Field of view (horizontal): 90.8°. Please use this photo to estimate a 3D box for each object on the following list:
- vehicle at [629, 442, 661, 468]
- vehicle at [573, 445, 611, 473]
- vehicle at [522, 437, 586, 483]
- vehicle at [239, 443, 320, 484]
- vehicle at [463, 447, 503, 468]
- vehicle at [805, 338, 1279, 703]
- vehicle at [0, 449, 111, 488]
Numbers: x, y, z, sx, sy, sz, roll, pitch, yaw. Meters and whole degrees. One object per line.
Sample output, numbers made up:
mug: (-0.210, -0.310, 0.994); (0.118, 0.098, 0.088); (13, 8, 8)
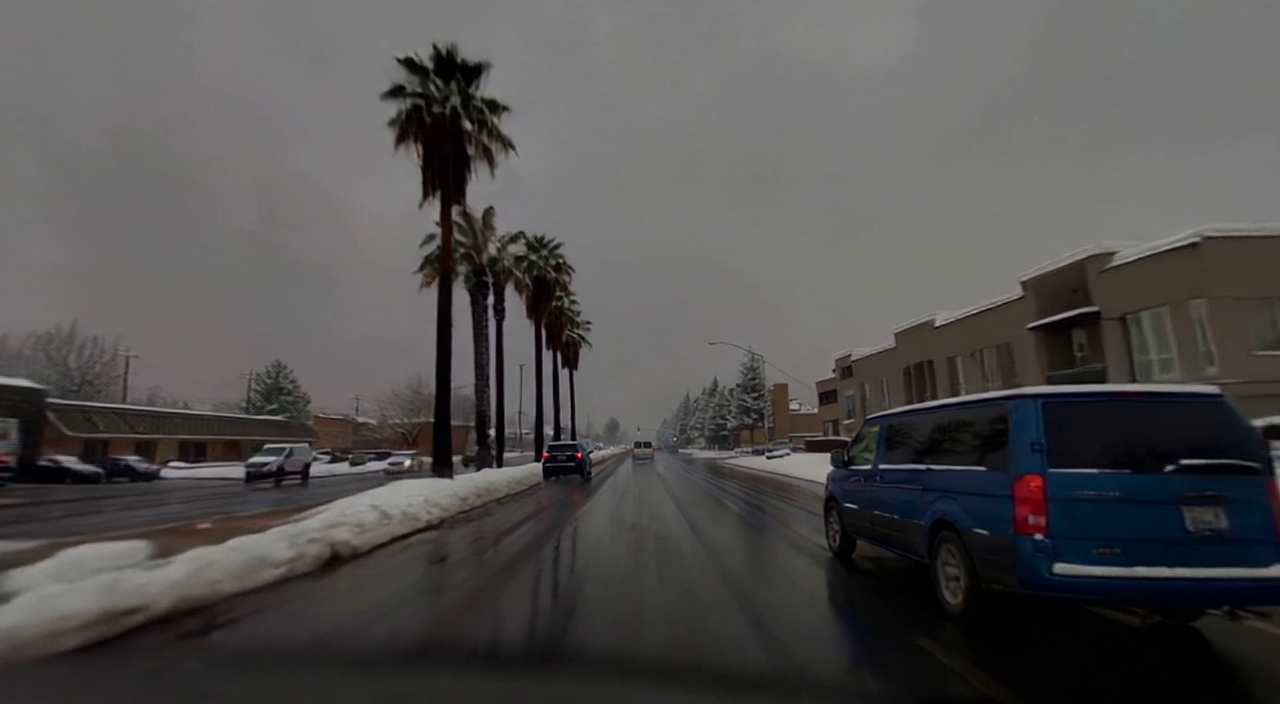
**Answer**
vehicle: (0.280, 7.310, 45.132); (2.191, 1.761, 3.857); (0, -9, -1)
vehicle: (-2.697, 6.125, 36.411); (1.869, 1.454, 4.142); (0, -9, 0)
vehicle: (-3.388, 4.362, 25.711); (1.967, 1.703, 4.157); (0, -9, 1)
vehicle: (-21.429, 6.602, 37.853); (1.931, 2.187, 5.001); (-1, -8, 0)
vehicle: (-11.835, 7.983, 47.873); (1.857, 1.473, 4.298); (0, -9, 0)
vehicle: (3.309, 1.231, 5.731); (2.234, 1.912, 4.847); (0, -9, -1)
vehicle: (-29.554, 5.794, 31.615); (4.268, 1.758, 2.120); (-1, -7, 1)
